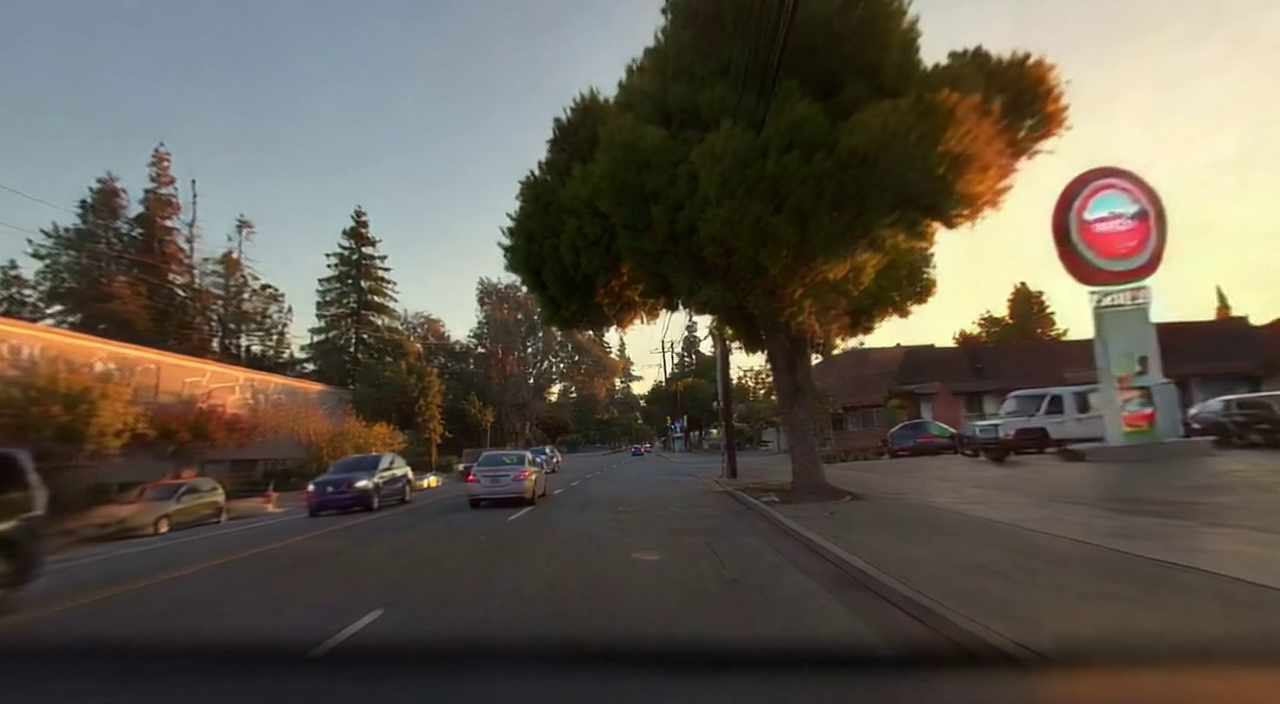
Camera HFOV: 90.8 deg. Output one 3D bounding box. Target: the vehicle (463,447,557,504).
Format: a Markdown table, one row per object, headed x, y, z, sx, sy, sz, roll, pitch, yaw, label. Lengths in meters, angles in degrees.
| x | y | z | sx | sy | sz | roll | pitch | yaw | label |
| --- | --- | --- | --- | --- | --- | --- | --- | --- | --- |
| -3.732 | 3.602 | 18.950 | 1.943 | 1.455 | 4.414 | 0 | -8 | -1 | vehicle |

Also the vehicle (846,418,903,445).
| x | y | z | sx | sy | sz | roll | pitch | yaw | label |
| --- | --- | --- | --- | --- | --- | --- | --- | --- | --- |
| 14.388 | 4.963 | 38.954 | 1.835 | 1.549 | 4.178 | 0 | -8 | -1 | vehicle |

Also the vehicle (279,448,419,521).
| x | y | z | sx | sy | sz | roll | pitch | yaw | label |
| --- | --- | --- | --- | --- | --- | --- | --- | --- | --- |
| -8.041 | 3.639 | 17.986 | 1.956 | 1.751 | 4.354 | 0 | -8 | -1 | vehicle |

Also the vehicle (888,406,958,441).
| x | y | z | sx | sy | sz | roll | pitch | yaw | label |
| --- | --- | --- | --- | --- | --- | --- | --- | --- | --- |
| 17.445 | 4.504 | 39.218 | 2.014 | 2.048 | 4.717 | 0 | -8 | -2 | vehicle |

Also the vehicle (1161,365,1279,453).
| x | y | z | sx | sy | sz | roll | pitch | yaw | label |
| --- | --- | --- | --- | --- | --- | --- | --- | --- | --- |
| 19.737 | 1.783 | 19.297 | 4.982 | 2.516 | 2.697 | -2 | -9 | 12 | vehicle |

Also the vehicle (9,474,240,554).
| x | y | z | sx | sy | sz | roll | pitch | yaw | label |
| --- | --- | --- | --- | --- | --- | --- | --- | --- | --- |
| -12.395 | 3.874 | 15.693 | 1.935 | 1.463 | 4.449 | 0 | -8 | 1 | vehicle |

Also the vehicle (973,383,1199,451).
| x | y | z | sx | sy | sz | roll | pitch | yaw | label |
| --- | --- | --- | --- | --- | --- | --- | --- | --- | --- |
| 13.934 | 2.120 | 20.094 | 5.266 | 2.021 | 2.329 | -1 | -8 | 4 | vehicle |
